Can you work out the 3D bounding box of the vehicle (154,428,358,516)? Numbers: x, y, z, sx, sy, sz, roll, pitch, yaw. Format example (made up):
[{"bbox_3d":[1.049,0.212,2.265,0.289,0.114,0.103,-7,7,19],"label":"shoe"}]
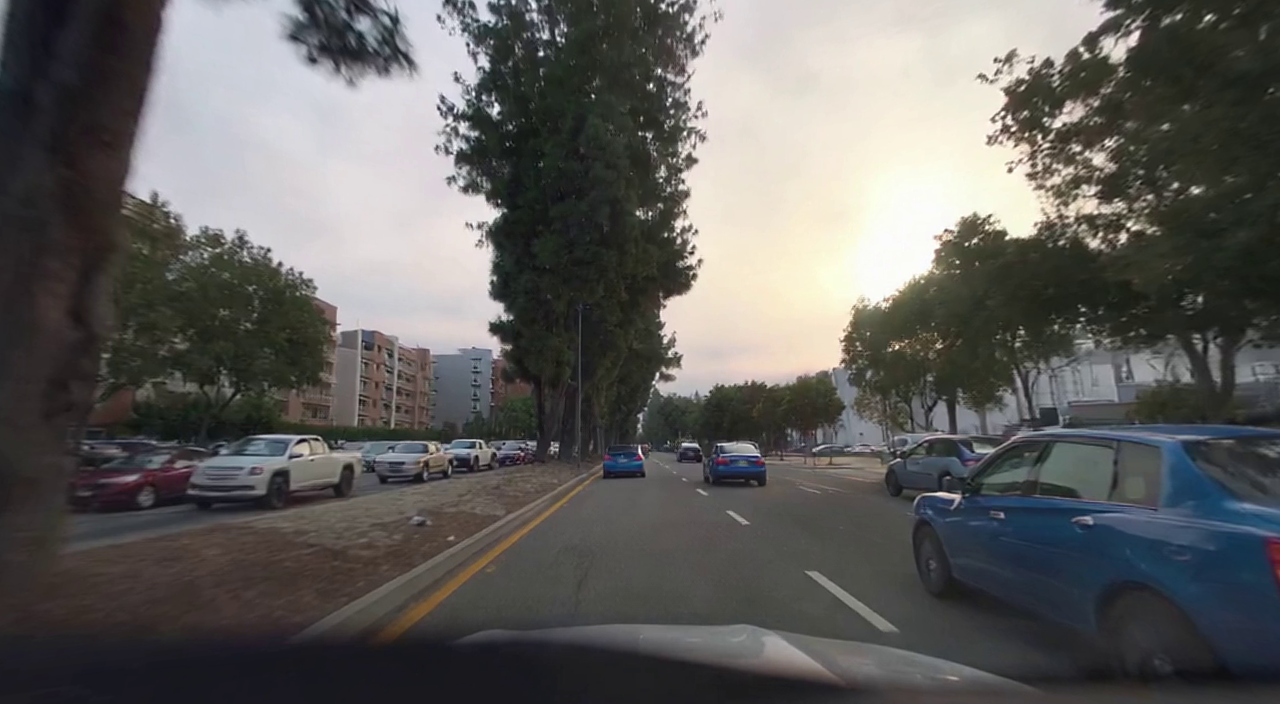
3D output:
[{"bbox_3d":[-8.820,2.780,15.131,2.105,1.745,4.478,-1,-8,-1],"label":"vehicle"}]

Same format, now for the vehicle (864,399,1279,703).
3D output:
[{"bbox_3d":[3.421,1.210,4.339,2.021,1.471,4.666,0,-8,0],"label":"vehicle"}]

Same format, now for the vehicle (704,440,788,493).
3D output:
[{"bbox_3d":[3.207,3.539,19.912,1.852,1.498,3.825,0,-9,-2],"label":"vehicle"}]

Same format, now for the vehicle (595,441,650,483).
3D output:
[{"bbox_3d":[-0.638,4.233,24.611,1.994,1.479,3.647,0,-8,0],"label":"vehicle"}]

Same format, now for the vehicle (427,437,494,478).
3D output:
[{"bbox_3d":[-8.916,5.236,31.781,2.043,1.860,4.656,-1,-8,0],"label":"vehicle"}]

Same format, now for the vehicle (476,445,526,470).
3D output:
[{"bbox_3d":[-8.819,6.740,40.486,2.148,1.473,4.709,0,-9,-1],"label":"vehicle"}]

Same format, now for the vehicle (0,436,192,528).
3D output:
[{"bbox_3d":[-12.496,2.738,13.939,1.980,1.693,4.343,0,-8,0],"label":"vehicle"}]

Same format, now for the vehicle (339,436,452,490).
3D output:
[{"bbox_3d":[-8.846,4.050,23.434,2.145,1.747,5.014,-1,-8,0],"label":"vehicle"}]
